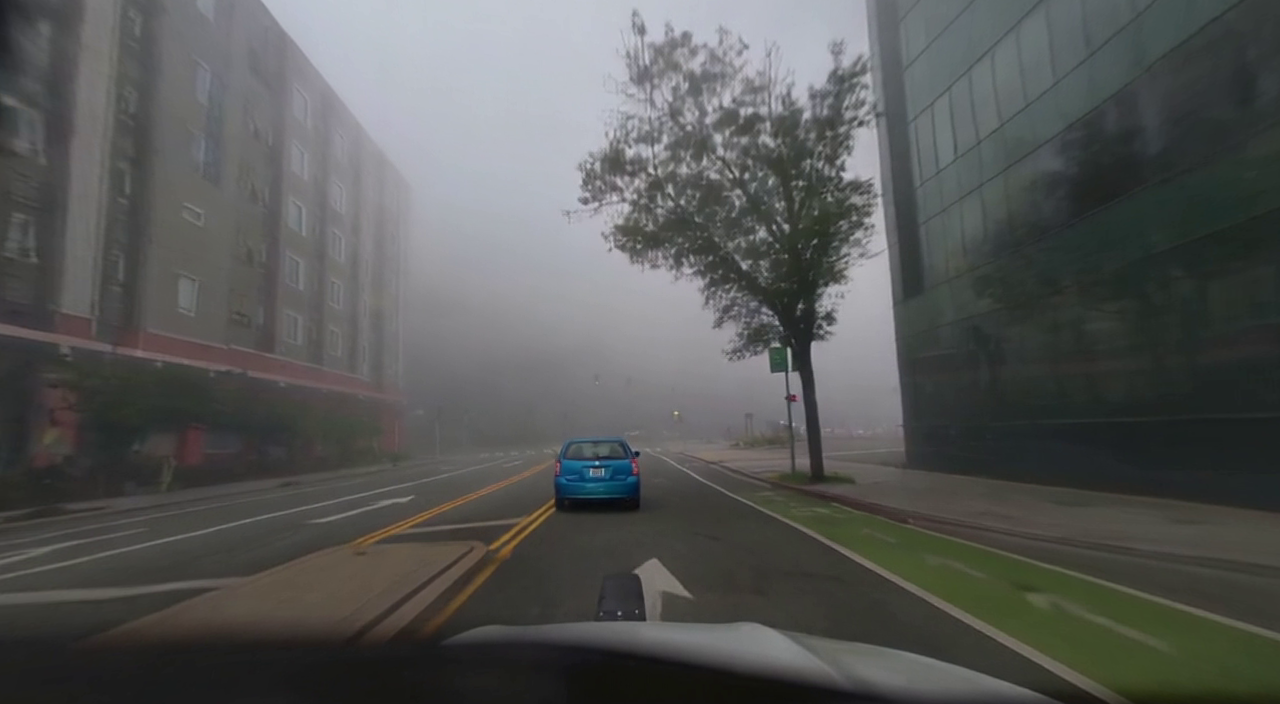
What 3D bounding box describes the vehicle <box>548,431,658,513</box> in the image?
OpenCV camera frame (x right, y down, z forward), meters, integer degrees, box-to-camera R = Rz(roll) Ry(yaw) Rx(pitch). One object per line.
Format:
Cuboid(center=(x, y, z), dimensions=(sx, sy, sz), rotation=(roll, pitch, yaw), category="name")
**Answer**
Cuboid(center=(-0.916, 2.398, 13.230), dimensions=(1.950, 1.401, 4.159), rotation=(1, -8, -7), category="vehicle")
